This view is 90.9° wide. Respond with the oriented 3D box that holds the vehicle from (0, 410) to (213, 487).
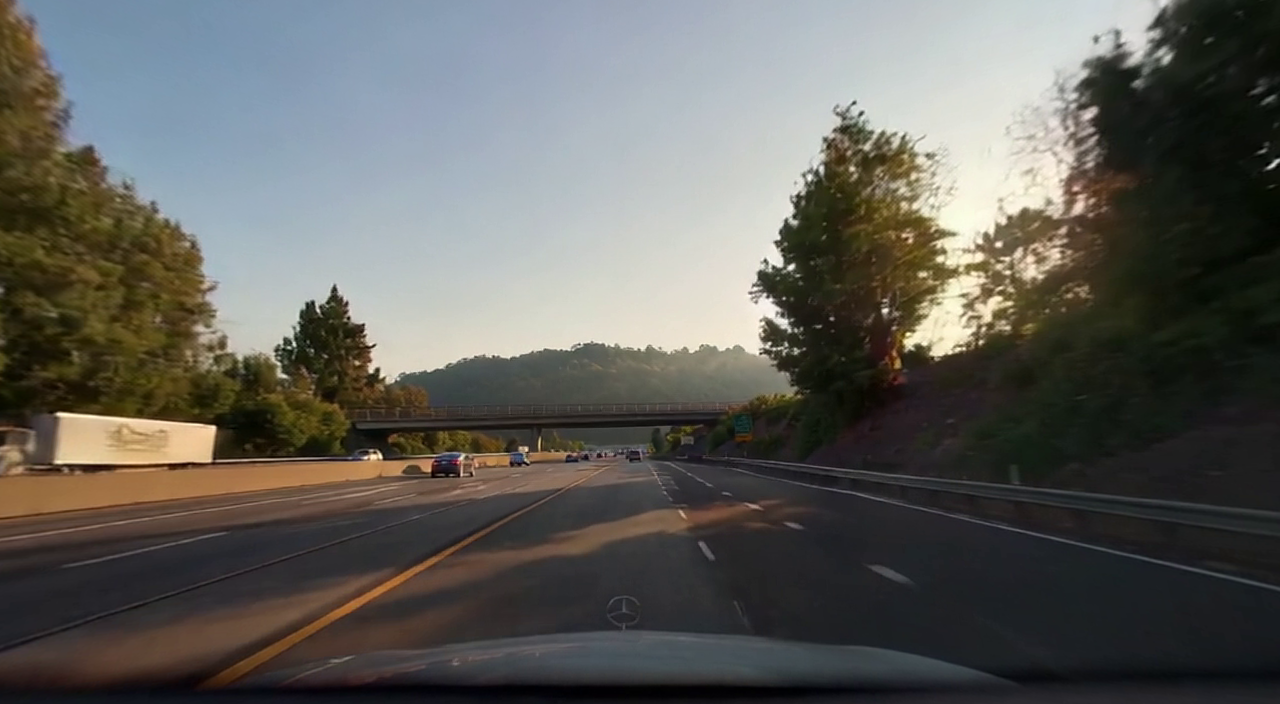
[{"bbox_3d":[-33.039,5.975,39.020,2.832,3.818,14.586,2,-9,1],"label":"vehicle"}]
